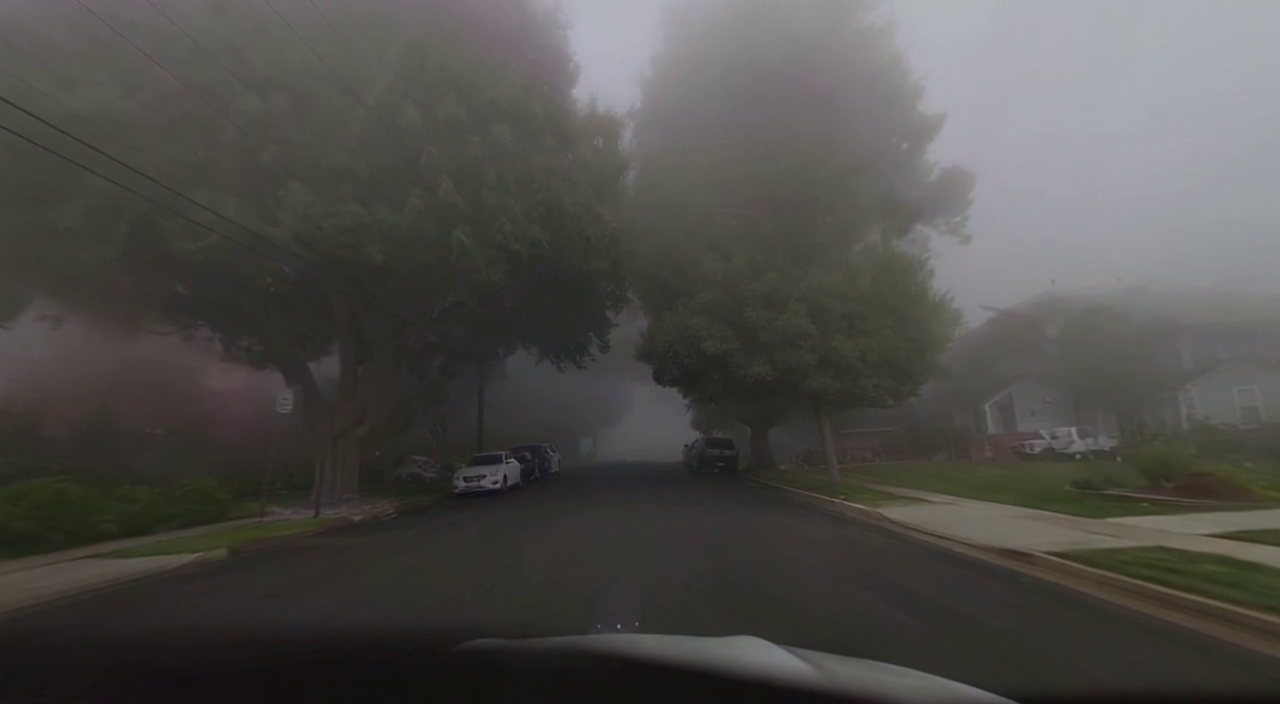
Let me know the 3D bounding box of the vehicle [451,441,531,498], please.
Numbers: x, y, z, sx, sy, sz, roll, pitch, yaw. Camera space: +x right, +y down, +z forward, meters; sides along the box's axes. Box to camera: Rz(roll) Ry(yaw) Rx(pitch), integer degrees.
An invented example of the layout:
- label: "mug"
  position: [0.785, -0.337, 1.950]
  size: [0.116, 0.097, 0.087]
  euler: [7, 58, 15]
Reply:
- label: "vehicle"
  position: [-5.909, 4.642, 25.630]
  size: [2.050, 1.911, 4.852]
  euler: [-3, -8, 0]

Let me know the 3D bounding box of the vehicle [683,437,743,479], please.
- label: "vehicle"
  position: [3.705, 5.540, 33.345]
  size: [2.407, 1.948, 6.408]
  euler: [0, -9, 0]

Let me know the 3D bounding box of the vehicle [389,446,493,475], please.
- label: "vehicle"
  position: [-13.370, 7.336, 42.736]
  size: [6.224, 1.862, 2.312]
  euler: [0, -9, 0]

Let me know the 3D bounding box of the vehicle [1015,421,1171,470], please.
- label: "vehicle"
  position: [17.315, 3.620, 24.342]
  size: [4.268, 1.788, 2.156]
  euler: [0, -9, 0]

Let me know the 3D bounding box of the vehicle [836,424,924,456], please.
- label: "vehicle"
  position: [15.132, 5.595, 40.046]
  size: [4.612, 1.916, 2.159]
  euler: [0, -9, -2]
